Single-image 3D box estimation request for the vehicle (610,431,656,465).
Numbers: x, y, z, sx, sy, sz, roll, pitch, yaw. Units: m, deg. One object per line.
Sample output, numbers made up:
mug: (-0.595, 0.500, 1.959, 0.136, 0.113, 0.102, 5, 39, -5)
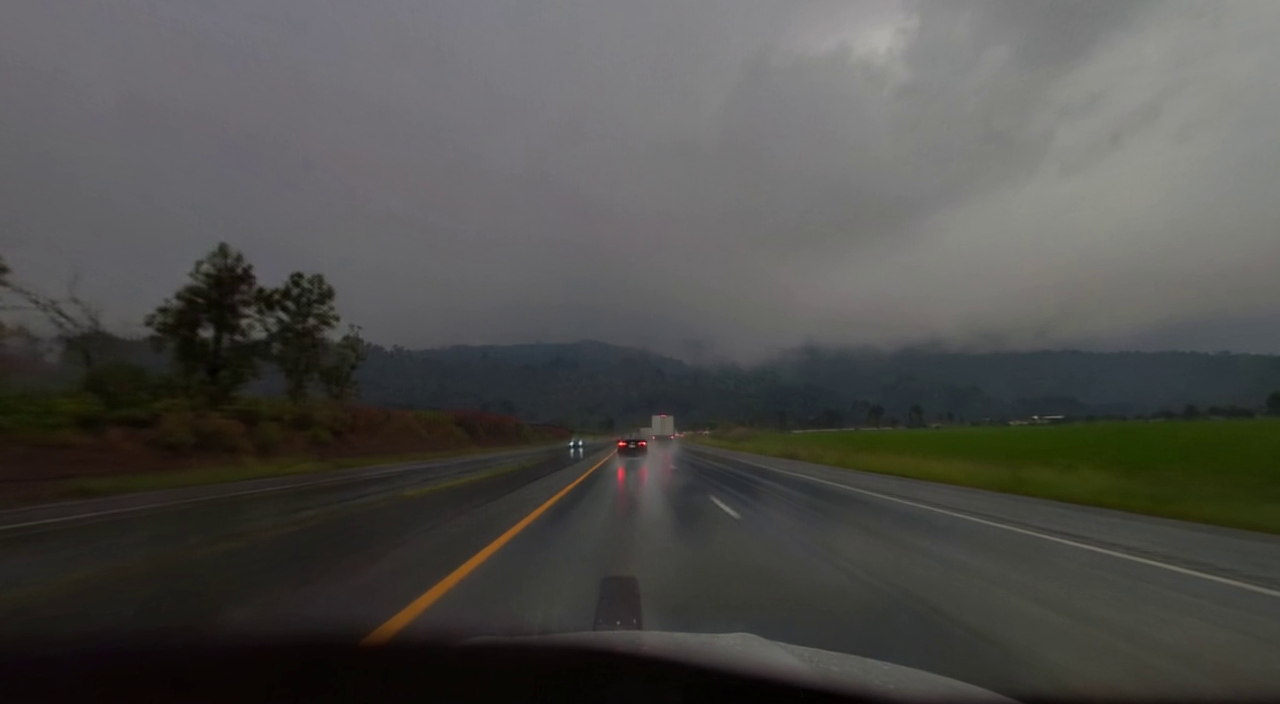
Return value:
vehicle: (-0.400, 4.945, 32.741, 2.216, 1.623, 4.220, 0, -8, -1)
